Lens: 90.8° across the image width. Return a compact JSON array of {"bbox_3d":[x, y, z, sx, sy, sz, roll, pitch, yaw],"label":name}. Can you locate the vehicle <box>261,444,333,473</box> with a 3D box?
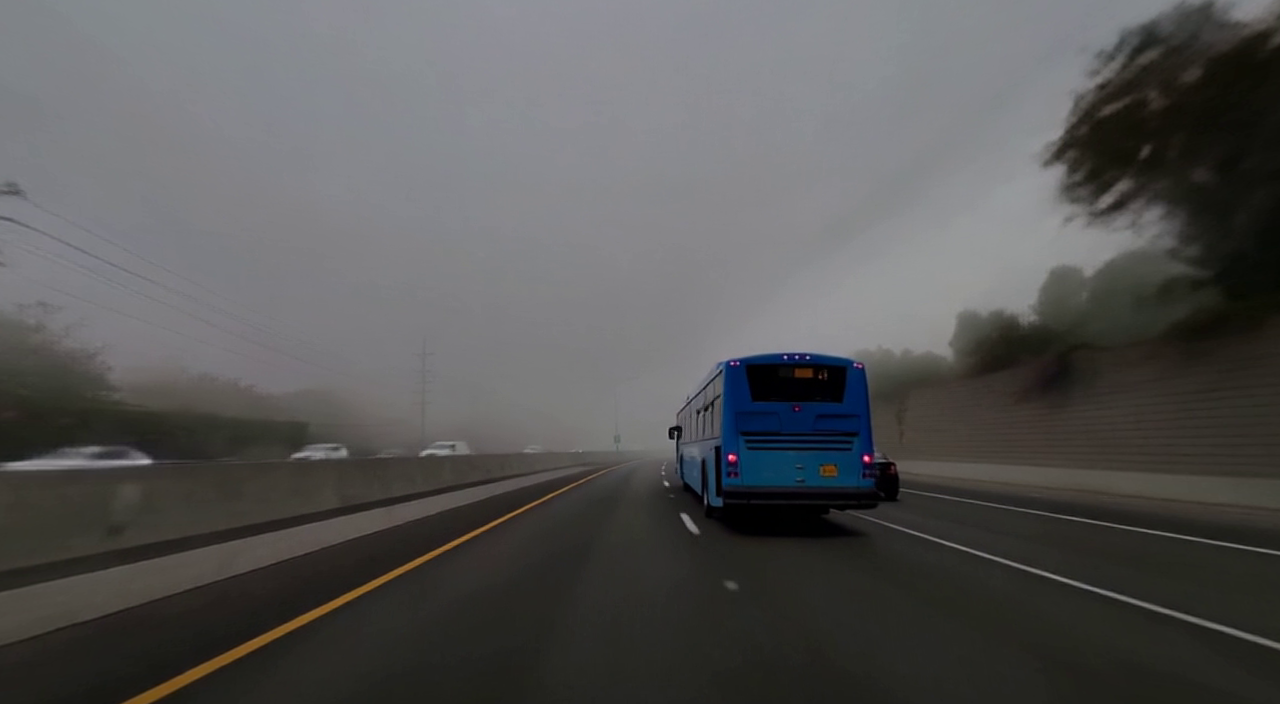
[{"bbox_3d":[-21.620,6.689,40.048,1.942,1.712,4.495,0,-9,1],"label":"vehicle"}]

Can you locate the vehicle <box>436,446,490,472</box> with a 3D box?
[{"bbox_3d":[-10.882,6.608,39.216,1.921,1.497,4.443,0,-9,2],"label":"vehicle"}]

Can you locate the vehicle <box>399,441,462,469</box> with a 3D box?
[{"bbox_3d":[-14.852,7.330,45.245,2.263,1.881,5.692,0,-9,3],"label":"vehicle"}]

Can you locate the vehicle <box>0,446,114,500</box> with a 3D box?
[{"bbox_3d":[-18.853,3.612,19.175,1.900,1.479,4.436,0,-9,1],"label":"vehicle"}]

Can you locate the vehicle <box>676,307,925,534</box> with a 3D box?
[{"bbox_3d":[2.902,2.118,17.236,3.144,3.580,14.591,0,-9,1],"label":"vehicle"}]
